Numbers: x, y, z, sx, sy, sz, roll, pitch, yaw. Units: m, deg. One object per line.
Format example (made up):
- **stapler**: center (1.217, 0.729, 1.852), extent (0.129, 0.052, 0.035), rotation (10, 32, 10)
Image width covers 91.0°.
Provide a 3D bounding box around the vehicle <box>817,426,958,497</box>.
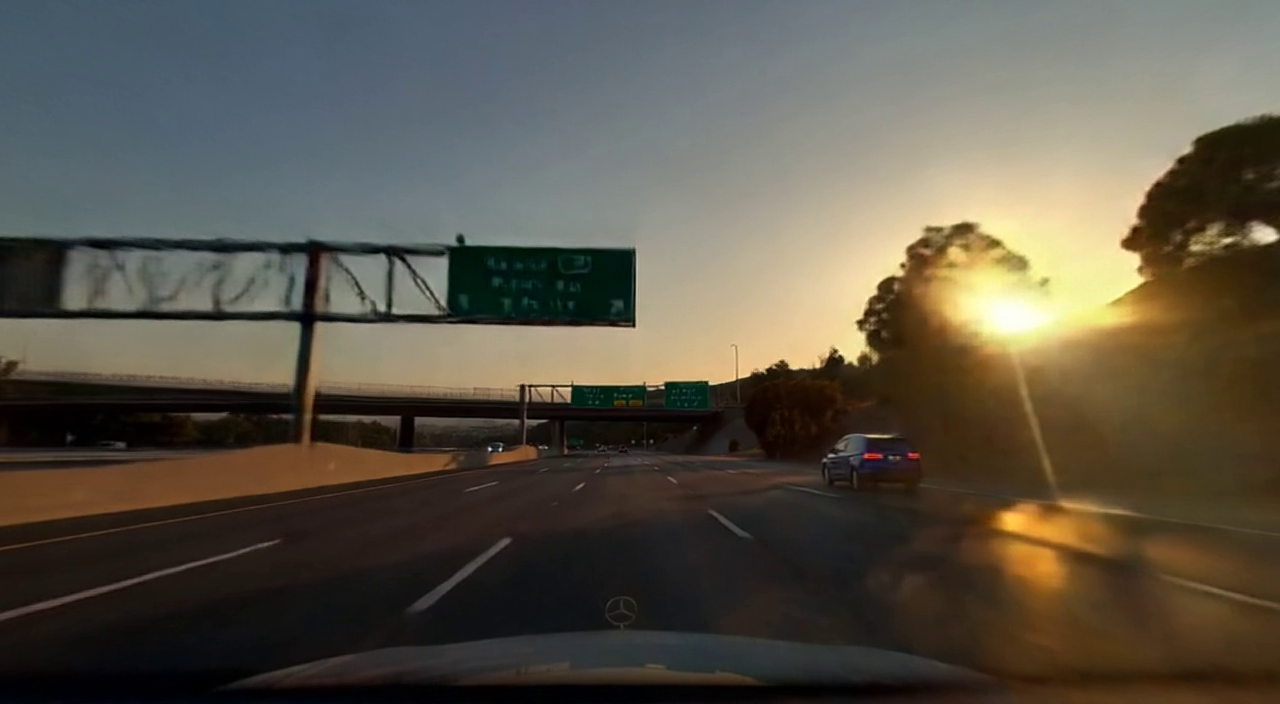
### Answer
- **vehicle**: center (6.716, 3.023, 17.726), extent (2.091, 1.711, 4.383), rotation (0, -9, -1)
